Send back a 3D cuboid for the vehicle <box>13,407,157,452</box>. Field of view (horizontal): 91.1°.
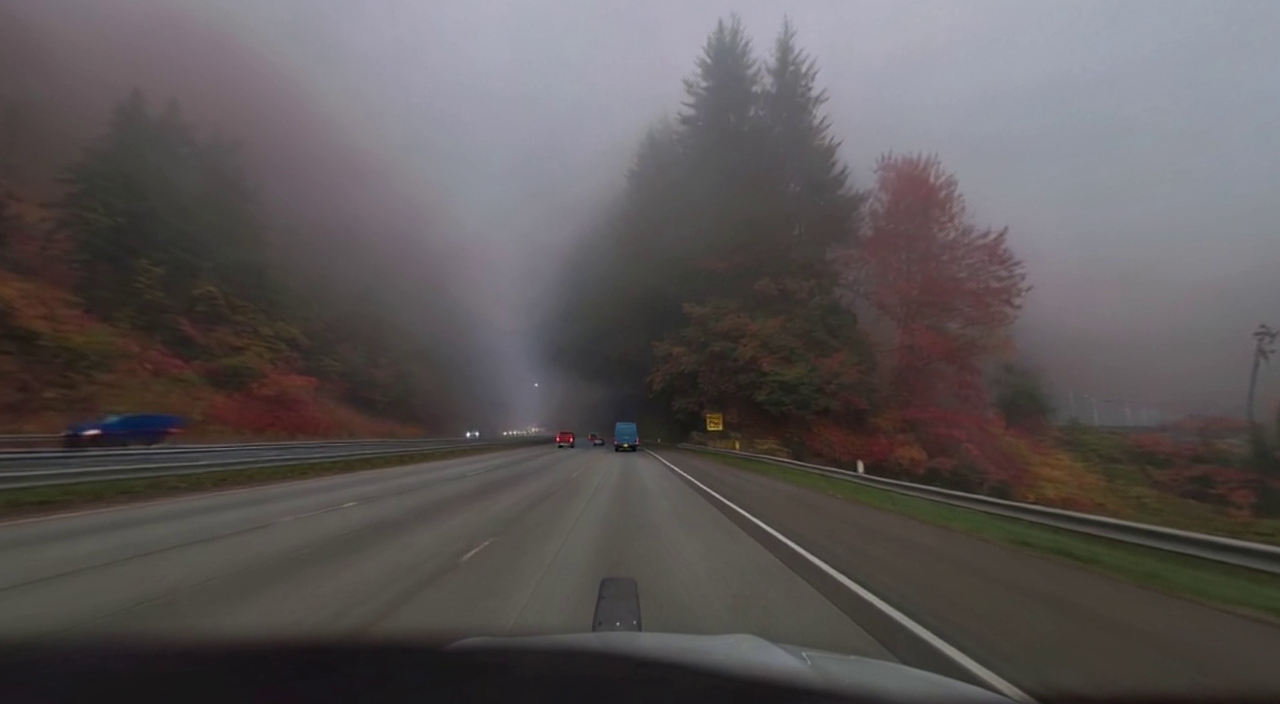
[{"bbox_3d":[-26.183,3.739,30.012,2.033,1.947,5.353,0,-8,-1],"label":"vehicle"}]
